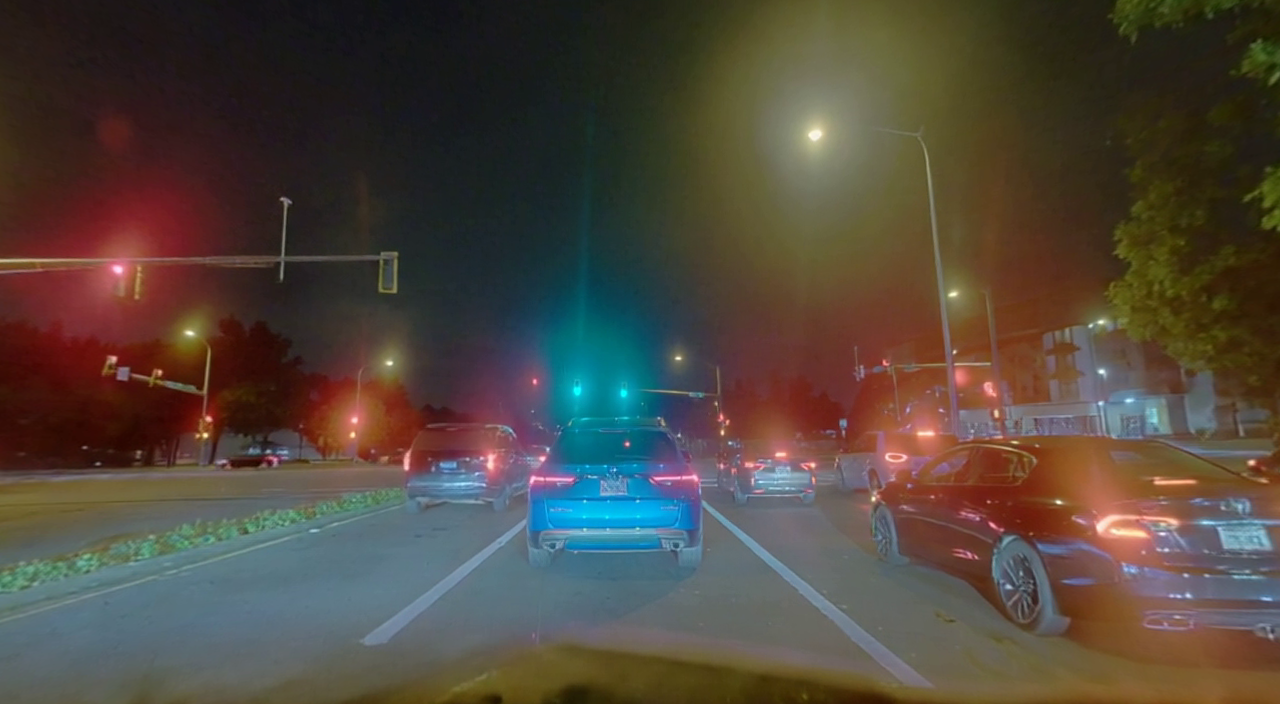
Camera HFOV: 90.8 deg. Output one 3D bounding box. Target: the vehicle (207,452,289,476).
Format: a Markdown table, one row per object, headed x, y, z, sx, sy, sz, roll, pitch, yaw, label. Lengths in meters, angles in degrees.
| x | y | z | sx | sy | sz | roll | pitch | yaw | label |
| --- | --- | --- | --- | --- | --- | --- | --- | --- | --- |
| -26.150 | 7.461 | 42.163 | 4.369 | 1.466 | 1.791 | -1 | -8 | 6 | vehicle |

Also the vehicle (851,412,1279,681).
| x | y | z | sx | sy | sz | roll | pitch | yaw | label |
| --- | --- | --- | --- | --- | --- | --- | --- | --- | --- |
| 3.626 | 1.392 | 5.698 | 1.861 | 1.478 | 4.185 | 0 | -8 | -2 | vehicle |

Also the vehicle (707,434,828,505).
| x | y | z | sx | sy | sz | roll | pitch | yaw | label |
| --- | --- | --- | --- | --- | --- | --- | --- | --- | --- |
| 2.981 | 2.853 | 15.770 | 1.950 | 1.506 | 4.086 | 0 | -8 | -3 | vehicle |

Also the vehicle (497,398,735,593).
| x | y | z | sx | sy | sz | roll | pitch | yaw | label |
| --- | --- | --- | --- | --- | --- | --- | --- | --- | --- |
| -0.269 | 1.551 | 7.619 | 2.101 | 1.707 | 3.904 | 0 | -8 | -2 | vehicle |

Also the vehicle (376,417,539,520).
| x | y | z | sx | sy | sz | roll | pitch | yaw | label |
| --- | --- | --- | --- | --- | --- | --- | --- | --- | --- |
| -3.629 | 2.430 | 13.724 | 2.186 | 1.794 | 4.972 | 0 | -8 | -2 | vehicle |
